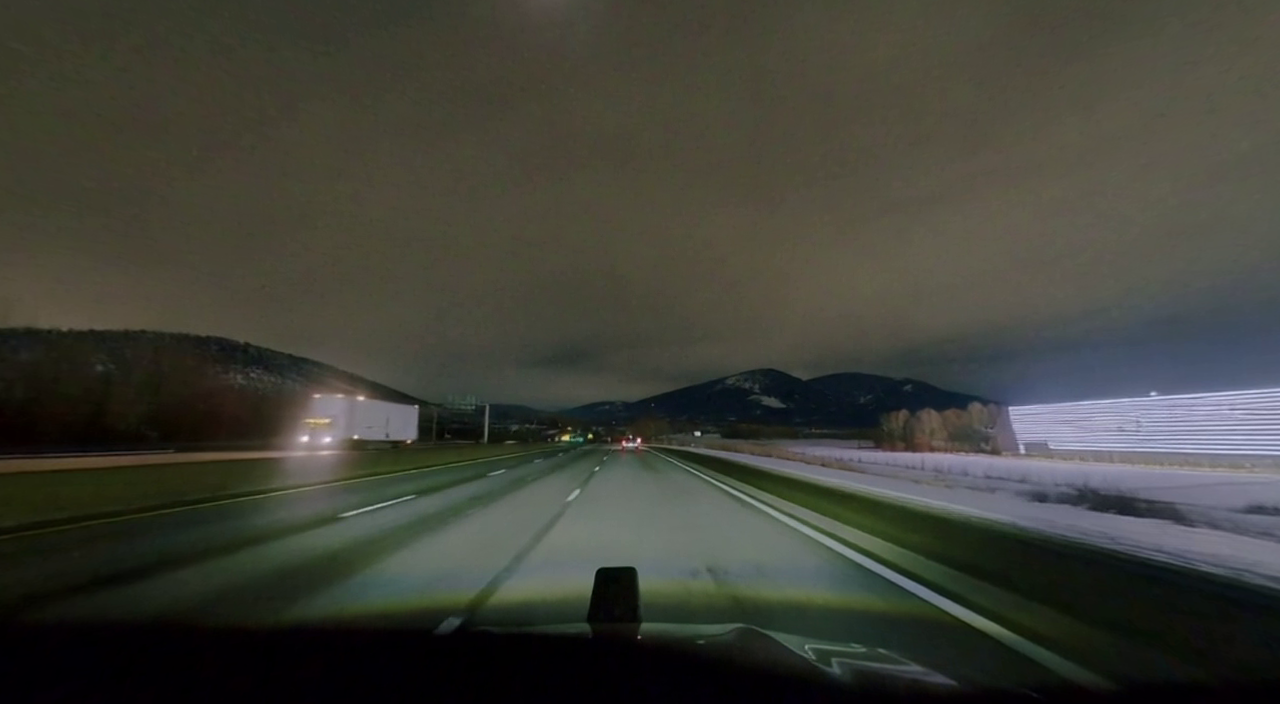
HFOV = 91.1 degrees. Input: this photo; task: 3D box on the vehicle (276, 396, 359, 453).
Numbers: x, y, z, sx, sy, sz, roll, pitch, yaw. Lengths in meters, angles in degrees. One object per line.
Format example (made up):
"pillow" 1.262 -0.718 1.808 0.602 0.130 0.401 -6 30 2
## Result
"vehicle" -23.794 5.451 46.821 2.900 3.946 6.115 0 -8 -1
